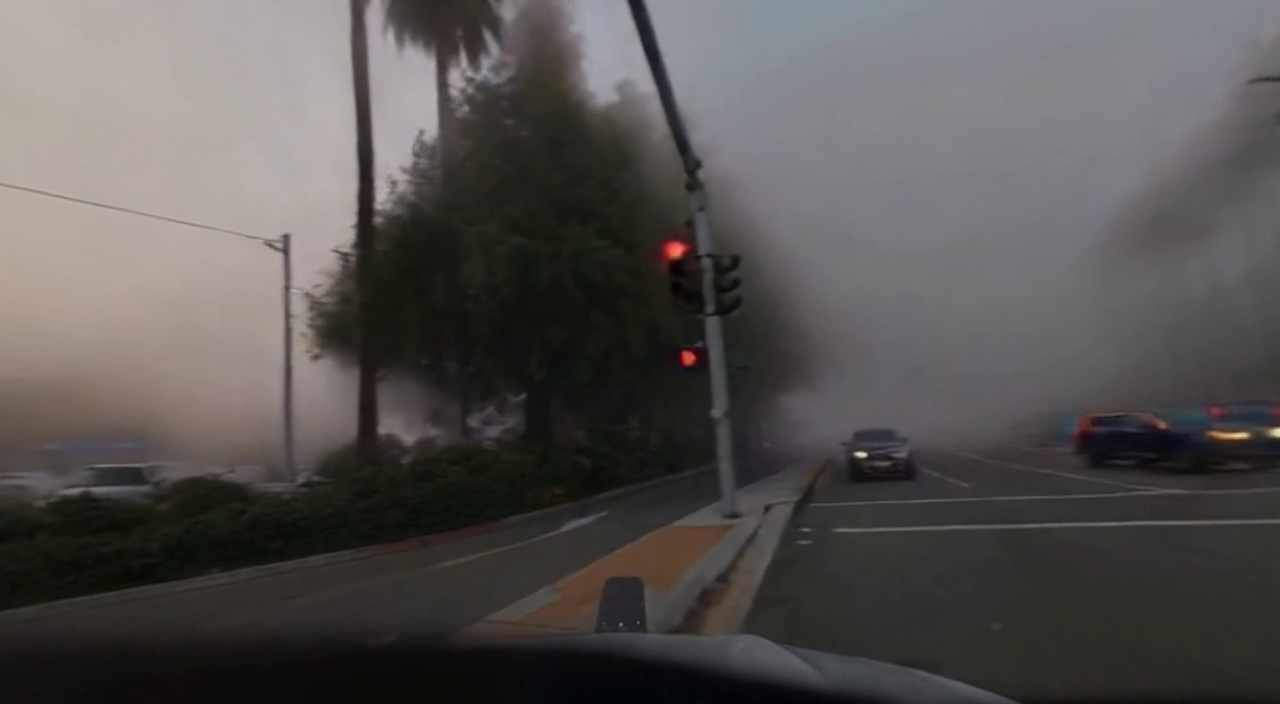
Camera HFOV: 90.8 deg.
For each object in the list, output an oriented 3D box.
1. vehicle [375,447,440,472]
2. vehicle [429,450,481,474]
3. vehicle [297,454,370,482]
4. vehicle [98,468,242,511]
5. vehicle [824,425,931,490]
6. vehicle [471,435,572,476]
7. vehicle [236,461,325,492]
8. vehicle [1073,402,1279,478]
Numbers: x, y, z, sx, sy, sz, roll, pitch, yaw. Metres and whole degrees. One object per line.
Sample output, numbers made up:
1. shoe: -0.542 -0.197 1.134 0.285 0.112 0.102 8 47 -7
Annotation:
1. vehicle: -15.383 7.156 42.012 1.992 1.533 4.178 -3 -10 15
2. vehicle: -12.312 7.339 42.296 1.787 1.464 3.877 -3 -9 10
3. vehicle: -20.203 7.624 41.831 1.867 1.433 4.377 8 -7 12
4. vehicle: -19.049 5.561 25.911 2.085 1.398 4.355 -2 -9 12
5. vehicle: 6.365 2.865 17.481 1.951 1.546 4.597 -2 -8 11
6. vehicle: -5.538 4.777 29.465 4.286 1.569 2.068 -4 -4 29
7. vehicle: -20.200 6.988 35.686 1.997 1.459 4.199 -2 -8 12
8. vehicle: 12.612 2.106 14.994 2.068 1.509 4.687 -2 -8 11
